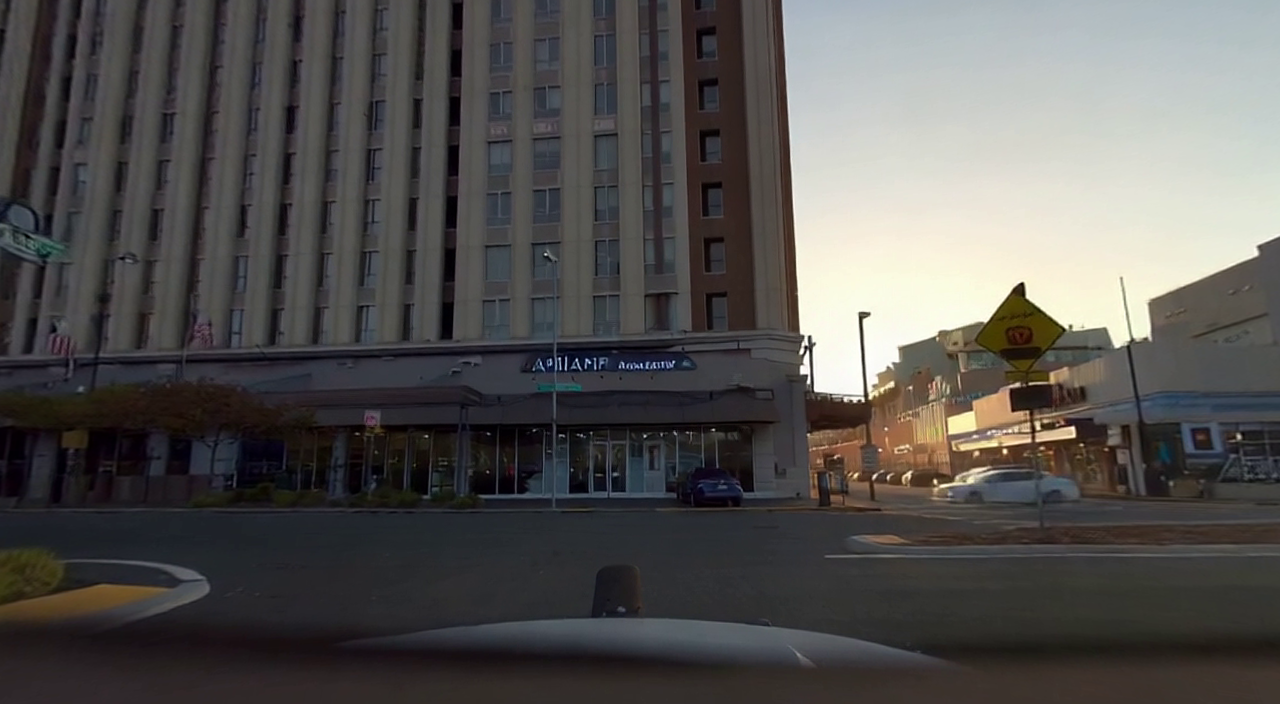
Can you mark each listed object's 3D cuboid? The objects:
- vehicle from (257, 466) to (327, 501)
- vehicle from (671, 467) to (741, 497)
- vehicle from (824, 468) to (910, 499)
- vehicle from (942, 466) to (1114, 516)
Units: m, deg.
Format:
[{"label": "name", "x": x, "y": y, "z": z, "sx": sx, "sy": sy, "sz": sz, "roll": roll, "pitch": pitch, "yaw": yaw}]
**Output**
[{"label": "vehicle", "x": -19.836, "y": 7.406, "z": 35.906, "sx": 4.596, "sy": 1.680, "sz": 1.936, "roll": -8, "pitch": -11, "yaw": 41}, {"label": "vehicle", "x": 3.783, "y": 7.605, "z": 37.148, "sx": 1.812, "sy": 1.468, "sz": 4.519, "roll": 5, "pitch": -10, "yaw": -28}, {"label": "vehicle", "x": 13.163, "y": 7.636, "z": 36.947, "sx": 1.791, "sy": 1.453, "sz": 4.593, "roll": 5, "pitch": -10, "yaw": -29}, {"label": "vehicle", "x": 12.559, "y": 4.490, "z": 20.638, "sx": 4.418, "sy": 1.467, "sz": 1.846, "roll": 0, "pitch": -9, "yaw": -3}]
